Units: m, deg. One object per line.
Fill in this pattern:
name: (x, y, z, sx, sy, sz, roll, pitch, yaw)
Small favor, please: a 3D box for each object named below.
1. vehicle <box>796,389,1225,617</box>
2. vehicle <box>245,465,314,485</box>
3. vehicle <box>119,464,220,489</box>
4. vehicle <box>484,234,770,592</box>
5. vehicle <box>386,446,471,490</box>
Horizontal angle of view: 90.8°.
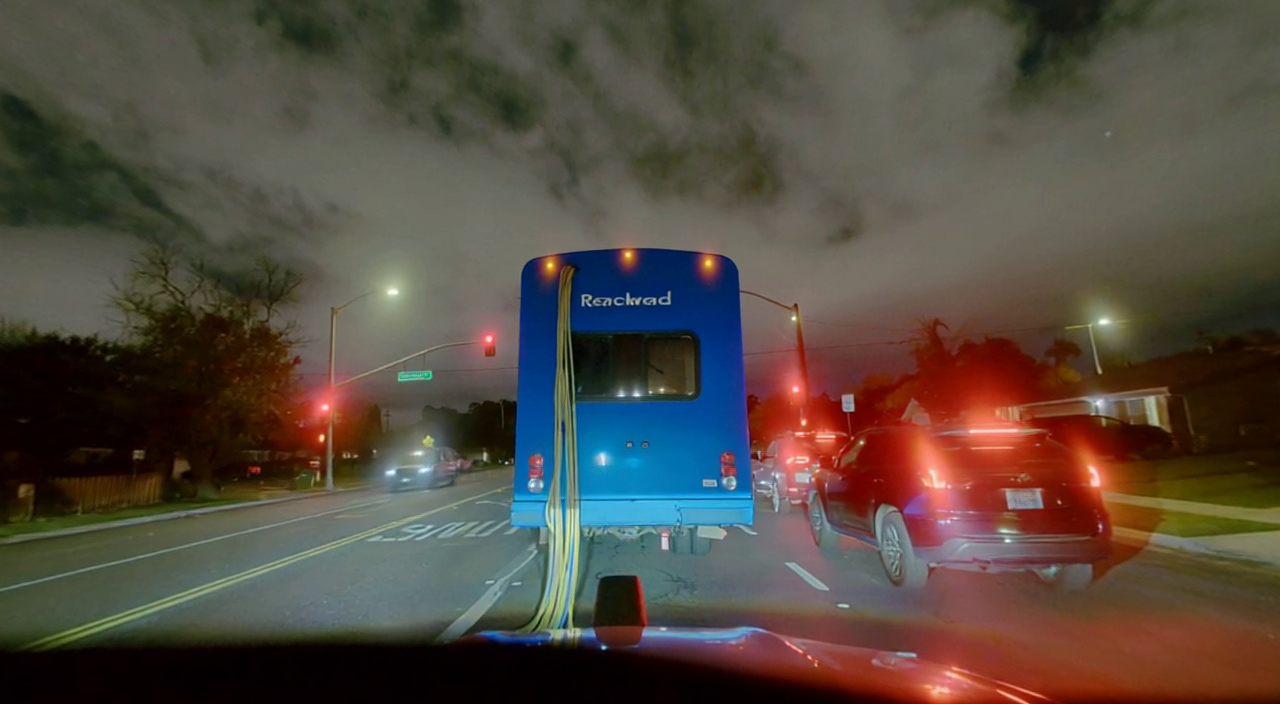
vehicle: (3.406, 1.490, 7.133, 2.104, 1.735, 4.408, 0, -9, 0)
vehicle: (-27.420, 9.364, 48.133, 4.187, 1.445, 1.809, 0, -9, 0)
vehicle: (-30.938, 8.189, 41.667, 4.954, 1.506, 2.014, 0, -9, -3)
vehicle: (-0.117, 1.141, 10.307, 2.709, 3.511, 8.213, 0, -9, 0)
vehicle: (-8.984, 4.914, 27.240, 2.110, 1.713, 4.449, 0, -9, 0)
